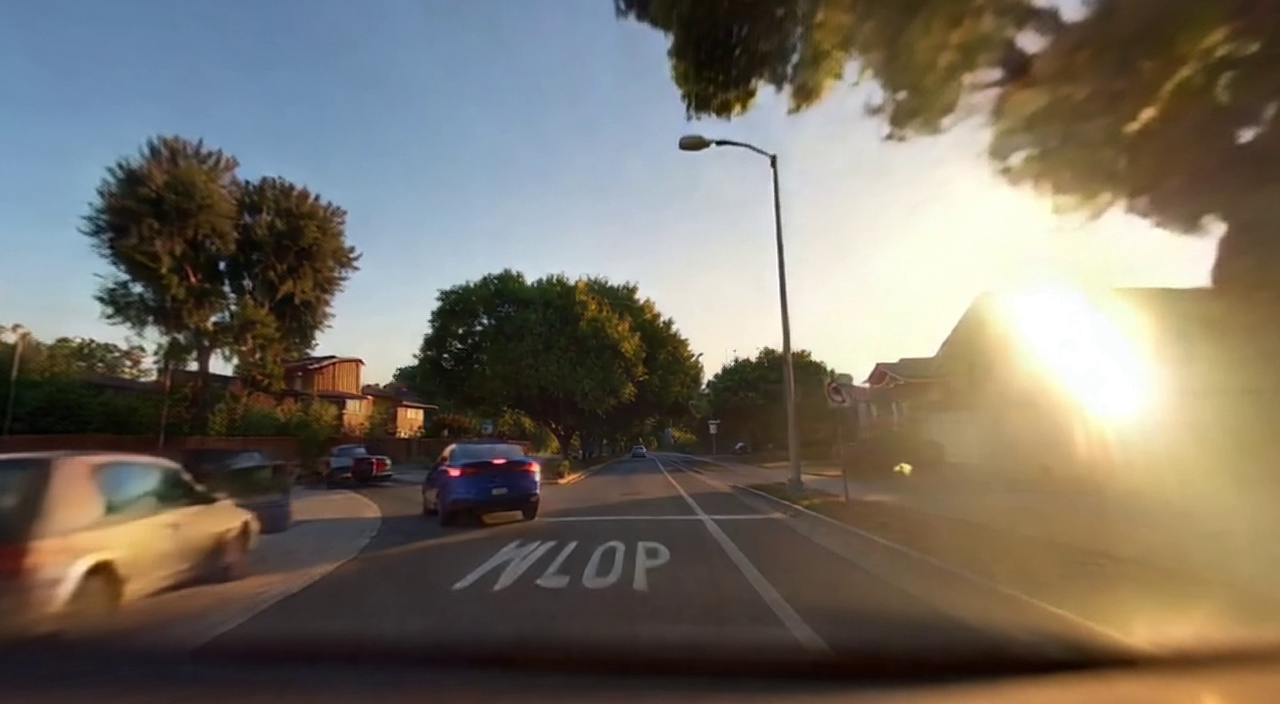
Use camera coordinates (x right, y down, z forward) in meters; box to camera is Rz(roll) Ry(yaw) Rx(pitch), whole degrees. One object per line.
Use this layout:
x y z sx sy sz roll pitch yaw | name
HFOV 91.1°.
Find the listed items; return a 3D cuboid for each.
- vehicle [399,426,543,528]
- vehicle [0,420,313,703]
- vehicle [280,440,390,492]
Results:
-3.565 2.394 12.643 2.290 1.653 4.127 3 -9 -21 | vehicle
-4.821 1.429 5.173 2.151 1.578 5.036 1 -8 -8 | vehicle
-11.511 4.218 23.617 4.240 1.755 2.108 -7 -11 41 | vehicle
